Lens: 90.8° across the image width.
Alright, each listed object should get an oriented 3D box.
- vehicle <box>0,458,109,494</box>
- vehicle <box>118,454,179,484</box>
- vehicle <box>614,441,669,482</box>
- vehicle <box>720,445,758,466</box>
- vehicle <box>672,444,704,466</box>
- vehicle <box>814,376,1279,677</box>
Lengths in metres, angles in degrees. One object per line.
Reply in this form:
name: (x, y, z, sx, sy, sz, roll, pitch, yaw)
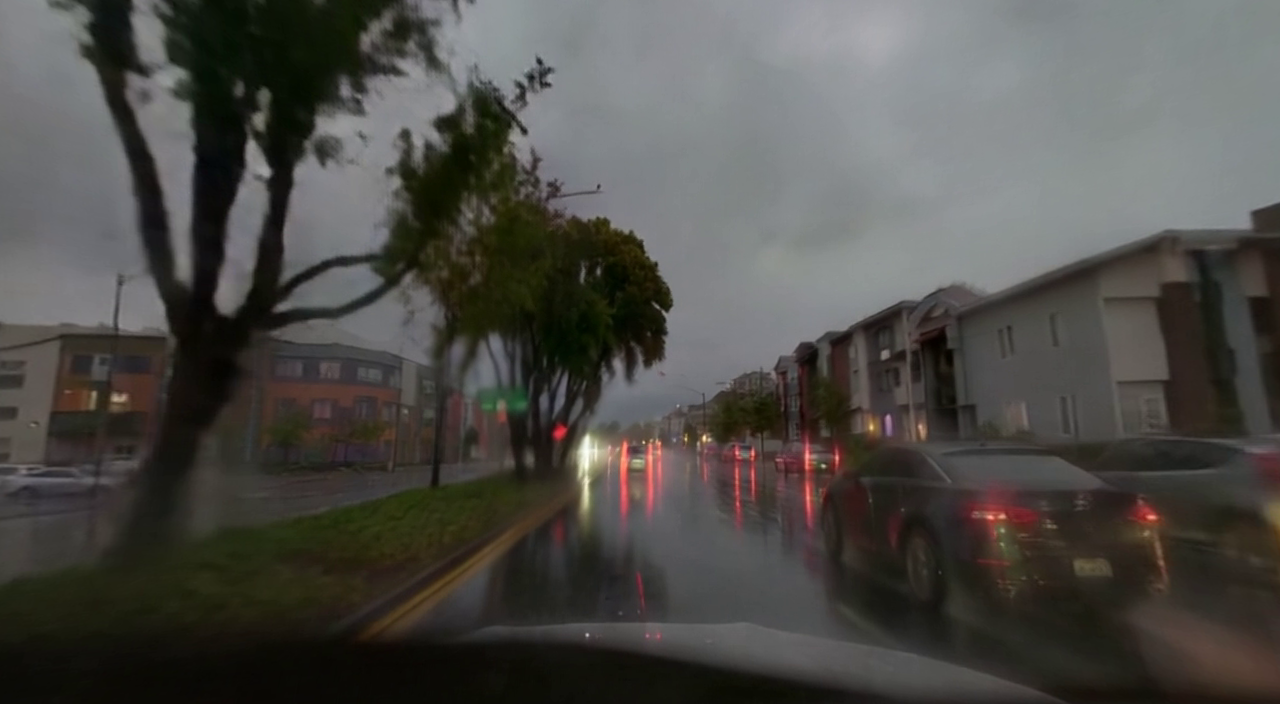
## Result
vehicle: (-27.643, 5.652, 28.977, 4.732, 1.497, 2.077, -1, -9, 2)
vehicle: (-30.838, 7.285, 39.599, 4.272, 1.704, 2.031, -8, -11, 40)
vehicle: (0.031, 4.306, 25.059, 2.006, 1.487, 3.535, 0, -9, -1)
vehicle: (7.378, 7.738, 47.481, 1.936, 1.516, 4.579, 0, -9, -2)
vehicle: (3.380, 7.363, 45.442, 1.910, 1.474, 4.003, 0, -9, -1)
vehicle: (3.164, 1.304, 5.738, 1.949, 1.723, 4.020, 0, -9, -1)
